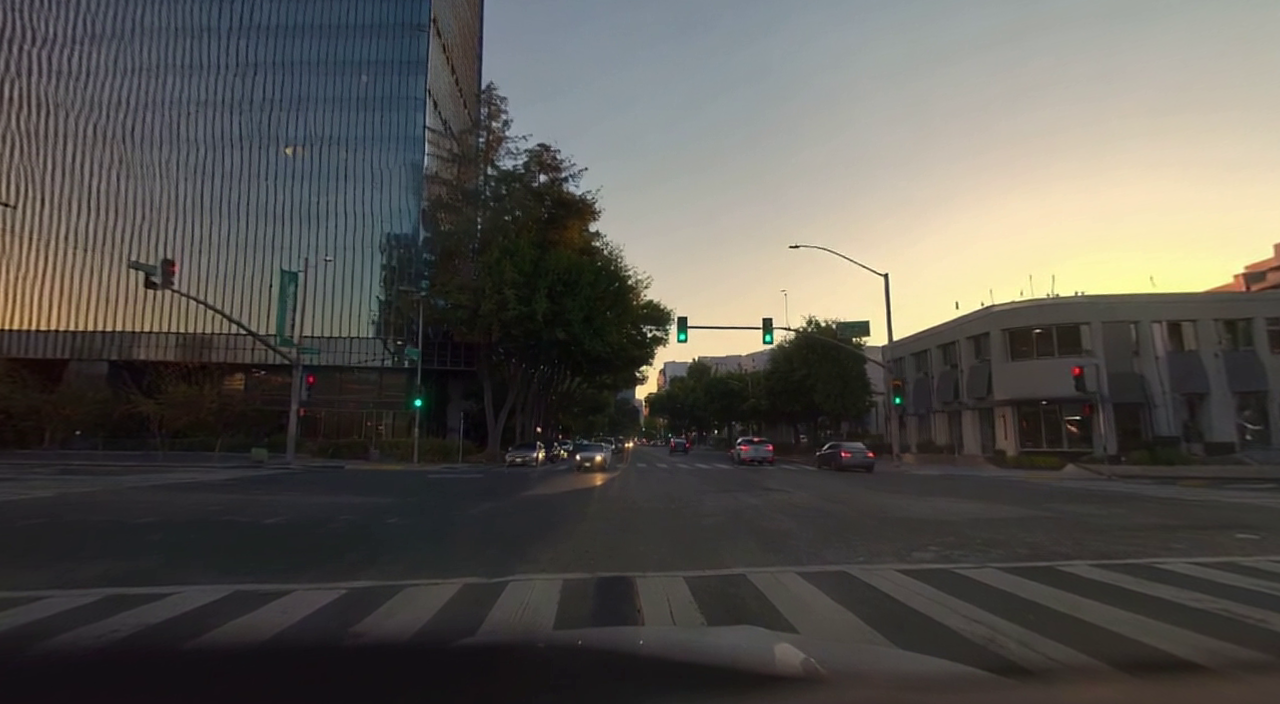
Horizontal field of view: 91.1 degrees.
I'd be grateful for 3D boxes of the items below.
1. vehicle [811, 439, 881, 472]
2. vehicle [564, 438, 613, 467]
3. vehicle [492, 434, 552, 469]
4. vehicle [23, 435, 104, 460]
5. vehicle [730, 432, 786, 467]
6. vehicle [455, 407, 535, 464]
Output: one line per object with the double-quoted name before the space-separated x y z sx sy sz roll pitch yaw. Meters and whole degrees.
"vehicle" 9.964 5.035 30.793 1.896 1.463 4.296 0 -8 -1
"vehicle" -2.738 5.485 34.513 2.147 1.481 4.331 0 -8 3
"vehicle" -6.052 5.178 32.664 2.182 1.677 4.384 0 -9 1
"vehicle" -35.491 5.919 38.771 1.628 1.448 3.621 0 -9 -2
"vehicle" 6.343 5.327 34.379 2.098 1.723 4.881 0 -8 0
"vehicle" -9.213 5.411 40.889 3.191 3.314 7.914 0 -7 1
